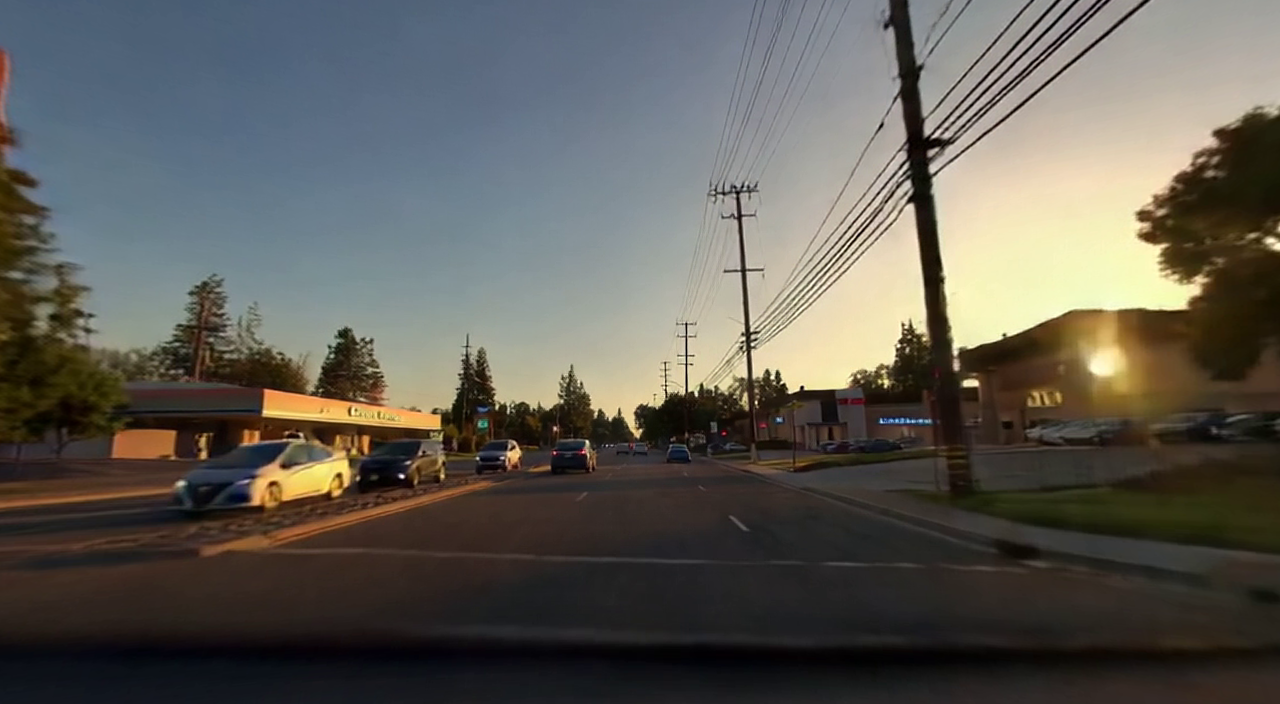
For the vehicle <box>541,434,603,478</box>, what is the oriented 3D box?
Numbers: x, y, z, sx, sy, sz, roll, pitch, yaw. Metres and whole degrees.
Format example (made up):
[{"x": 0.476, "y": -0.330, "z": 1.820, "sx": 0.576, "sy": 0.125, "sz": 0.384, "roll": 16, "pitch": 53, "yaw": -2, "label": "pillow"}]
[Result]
[{"x": -2.712, "y": 4.288, "z": 26.116, "sx": 2.047, "sy": 1.664, "sz": 4.148, "roll": 0, "pitch": -9, "yaw": 1, "label": "vehicle"}]

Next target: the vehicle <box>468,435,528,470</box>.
[{"x": -7.704, "y": 5.501, "z": 34.605, "sx": 2.009, "sy": 1.773, "sz": 4.925, "roll": 0, "pitch": -9, "yaw": 2, "label": "vehicle"}]

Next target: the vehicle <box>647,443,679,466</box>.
[{"x": 1.546, "y": 6.806, "z": 42.117, "sx": 1.978, "sy": 1.455, "sz": 4.195, "roll": 0, "pitch": -9, "yaw": 3, "label": "vehicle"}]

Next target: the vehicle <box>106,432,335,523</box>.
[{"x": -7.906, "y": 2.377, "z": 12.410, "sx": 1.760, "sy": 1.487, "sz": 3.890, "roll": 0, "pitch": -9, "yaw": 1, "label": "vehicle"}]

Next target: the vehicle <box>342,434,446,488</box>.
[{"x": -8.082, "y": 3.616, "z": 21.154, "sx": 1.795, "sy": 1.607, "sz": 4.059, "roll": 0, "pitch": -9, "yaw": 1, "label": "vehicle"}]
